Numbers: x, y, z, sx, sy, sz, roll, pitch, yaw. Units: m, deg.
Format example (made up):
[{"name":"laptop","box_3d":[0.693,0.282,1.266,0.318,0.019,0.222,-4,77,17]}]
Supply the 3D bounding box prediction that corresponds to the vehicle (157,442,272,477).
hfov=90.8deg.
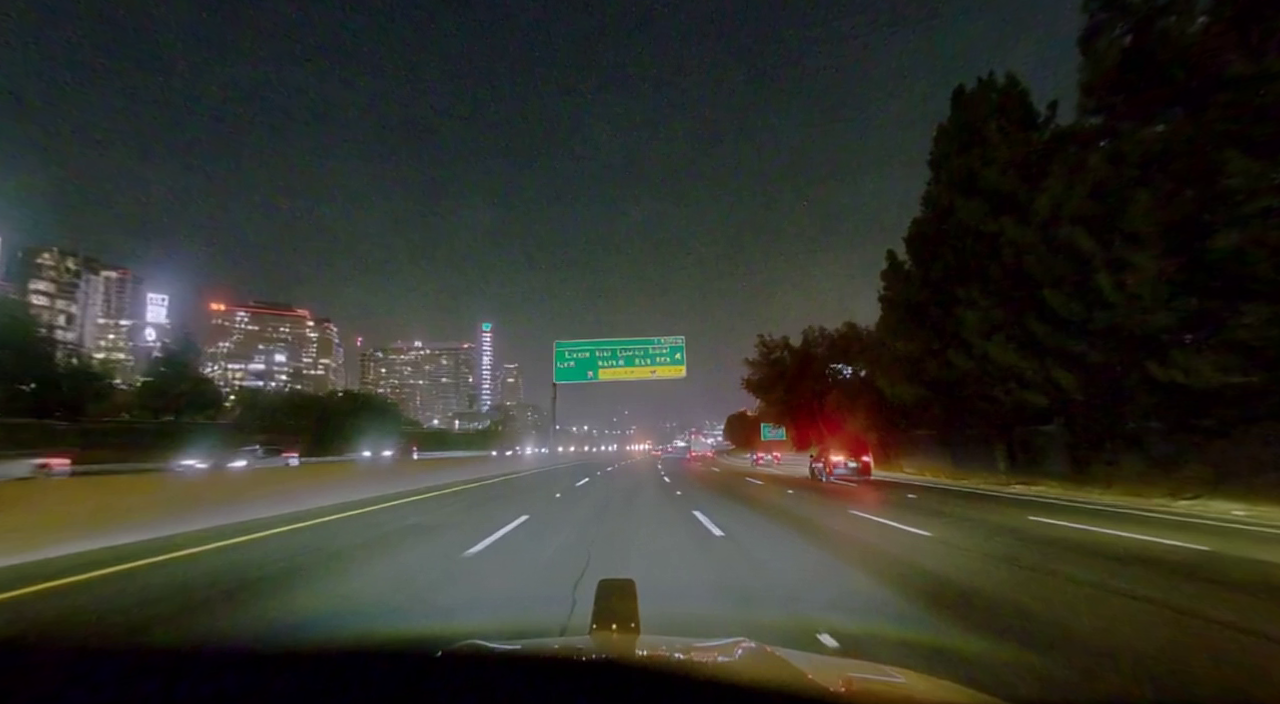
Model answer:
[{"name":"vehicle","box_3d":[-19.342,4.888,29.026,1.944,1.464,4.772,0,-8,0]}]

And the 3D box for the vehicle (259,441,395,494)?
[{"name":"vehicle","box_3d":[-9.574,3.550,19.820,1.972,1.469,4.466,0,-8,0]}]
